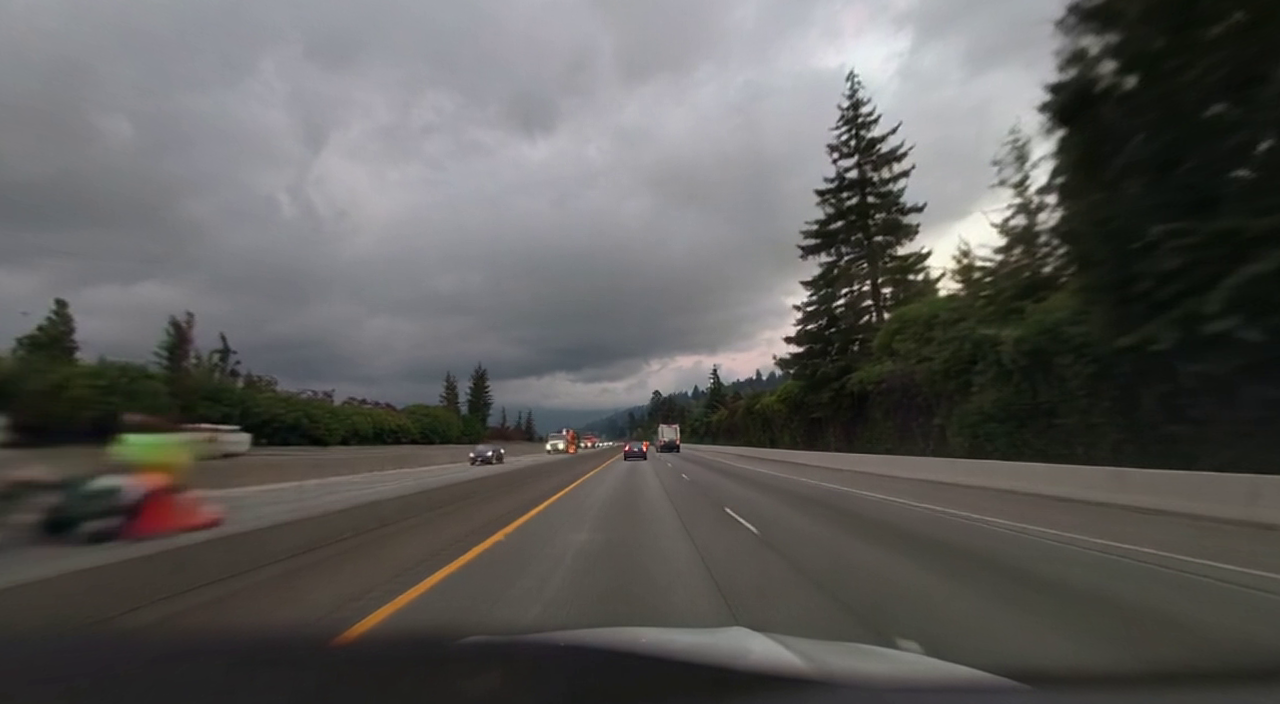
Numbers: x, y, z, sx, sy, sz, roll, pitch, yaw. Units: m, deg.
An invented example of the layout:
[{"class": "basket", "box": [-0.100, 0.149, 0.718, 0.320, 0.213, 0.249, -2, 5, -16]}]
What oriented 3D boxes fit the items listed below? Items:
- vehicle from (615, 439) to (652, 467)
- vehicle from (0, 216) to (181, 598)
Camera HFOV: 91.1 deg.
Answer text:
[{"class": "vehicle", "box": [-0.361, 5.744, 36.013, 2.004, 1.472, 4.075, 0, -8, -1]}, {"class": "vehicle", "box": [-8.263, 0.288, 4.116, 3.129, 4.014, 10.246, -4, -8, -2]}]
